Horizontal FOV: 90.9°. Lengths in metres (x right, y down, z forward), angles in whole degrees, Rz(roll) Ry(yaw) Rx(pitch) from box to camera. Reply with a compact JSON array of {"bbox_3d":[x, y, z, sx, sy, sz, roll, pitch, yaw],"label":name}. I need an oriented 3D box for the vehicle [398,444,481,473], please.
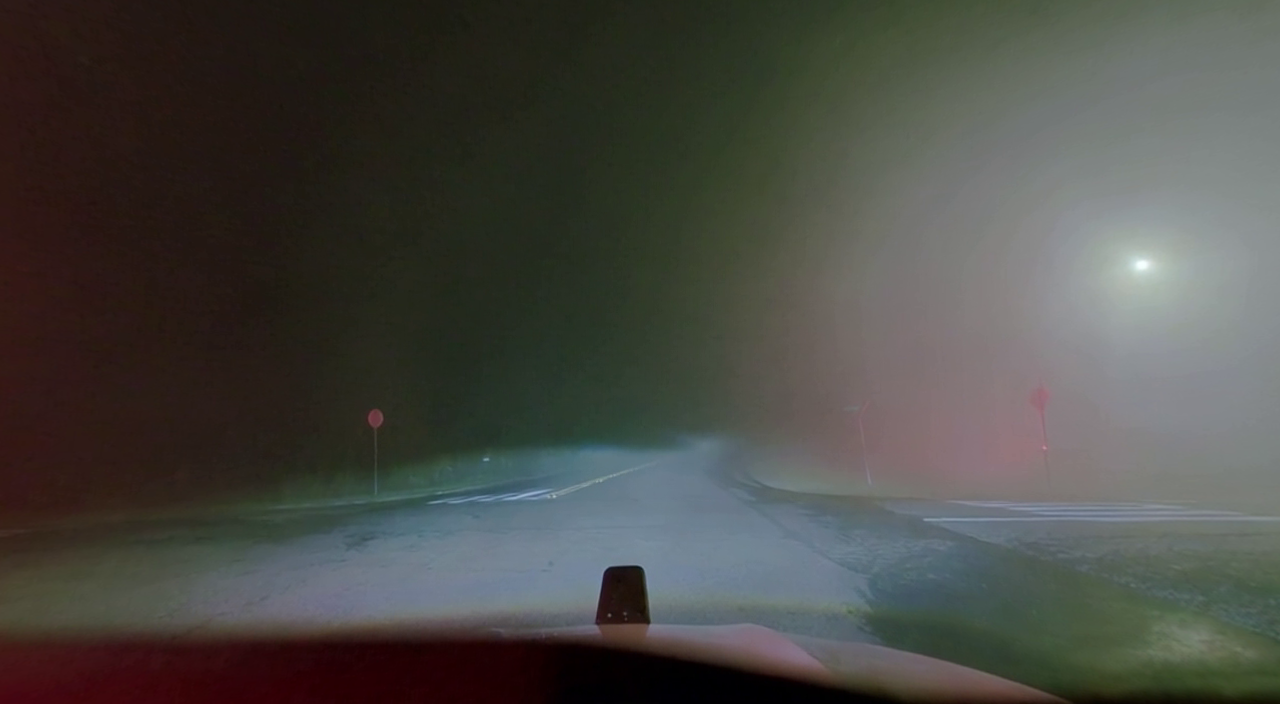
[{"bbox_3d":[-12.678,6.747,40.063,4.590,1.735,1.973,-1,-9,3],"label":"vehicle"}]
